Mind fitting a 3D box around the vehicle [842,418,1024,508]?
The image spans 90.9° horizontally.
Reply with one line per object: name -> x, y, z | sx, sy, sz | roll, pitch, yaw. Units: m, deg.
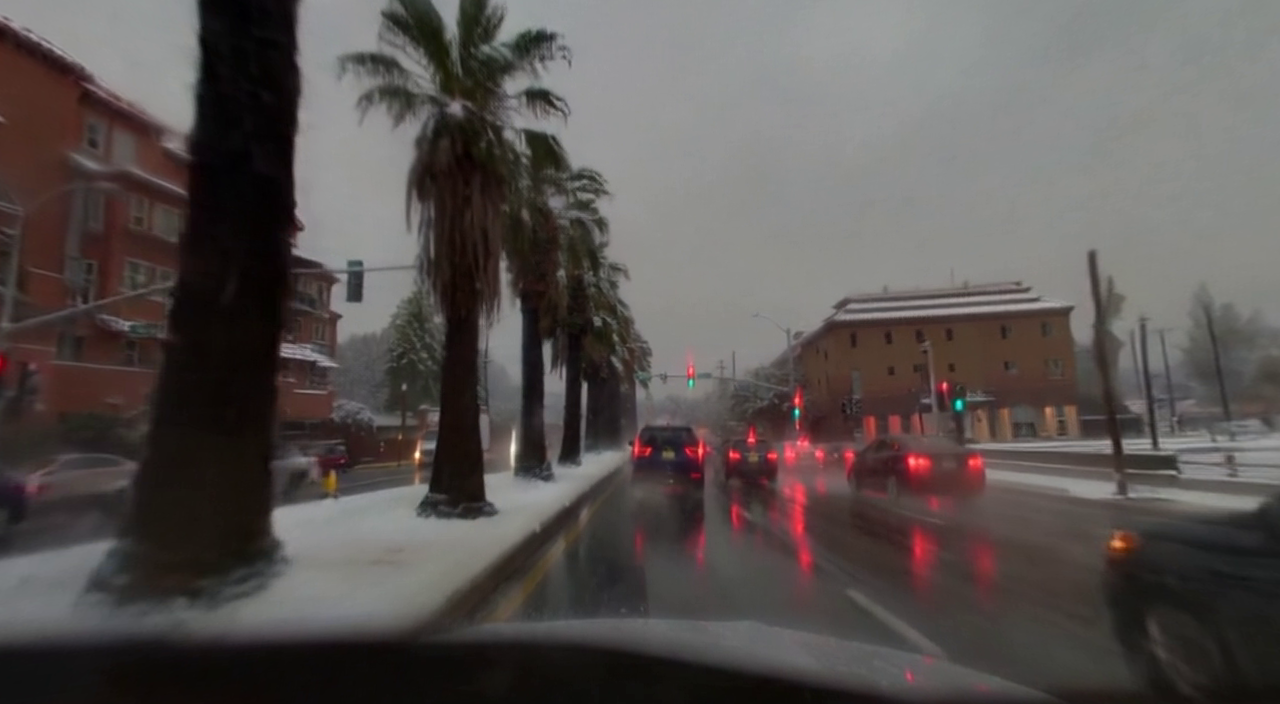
vehicle -> 7.303, 2.852, 16.594 | 2.215, 1.973, 5.323 | 0, -9, 0

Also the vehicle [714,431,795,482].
vehicle -> 4.254, 3.995, 24.325 | 2.283, 1.738, 4.916 | 0, -9, 1

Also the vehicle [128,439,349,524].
vehicle -> -8.250, 2.665, 13.531 | 1.937, 1.530, 4.107 | 0, -9, 2

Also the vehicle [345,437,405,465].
vehicle -> -18.042, 6.759, 43.134 | 1.945, 1.738, 4.558 | -1, -9, 2

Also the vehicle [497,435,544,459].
vehicle -> -7.793, 6.268, 41.577 | 2.101, 1.538, 4.253 | -1, -9, 2

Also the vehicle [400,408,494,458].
vehicle -> -14.506, 6.409, 48.886 | 3.100, 3.378, 11.784 | -1, -9, 2

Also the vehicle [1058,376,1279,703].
vehicle -> 3.805, 0.817, 2.006 | 1.993, 1.645, 4.350 | 0, -9, 1

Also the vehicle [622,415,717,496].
vehicle -> 0.822, 3.143, 19.362 | 2.487, 2.115, 5.444 | 0, -9, 1

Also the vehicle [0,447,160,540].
vehicle -> -11.529, 2.534, 11.723 | 2.011, 1.520, 3.902 | 0, -9, 2
